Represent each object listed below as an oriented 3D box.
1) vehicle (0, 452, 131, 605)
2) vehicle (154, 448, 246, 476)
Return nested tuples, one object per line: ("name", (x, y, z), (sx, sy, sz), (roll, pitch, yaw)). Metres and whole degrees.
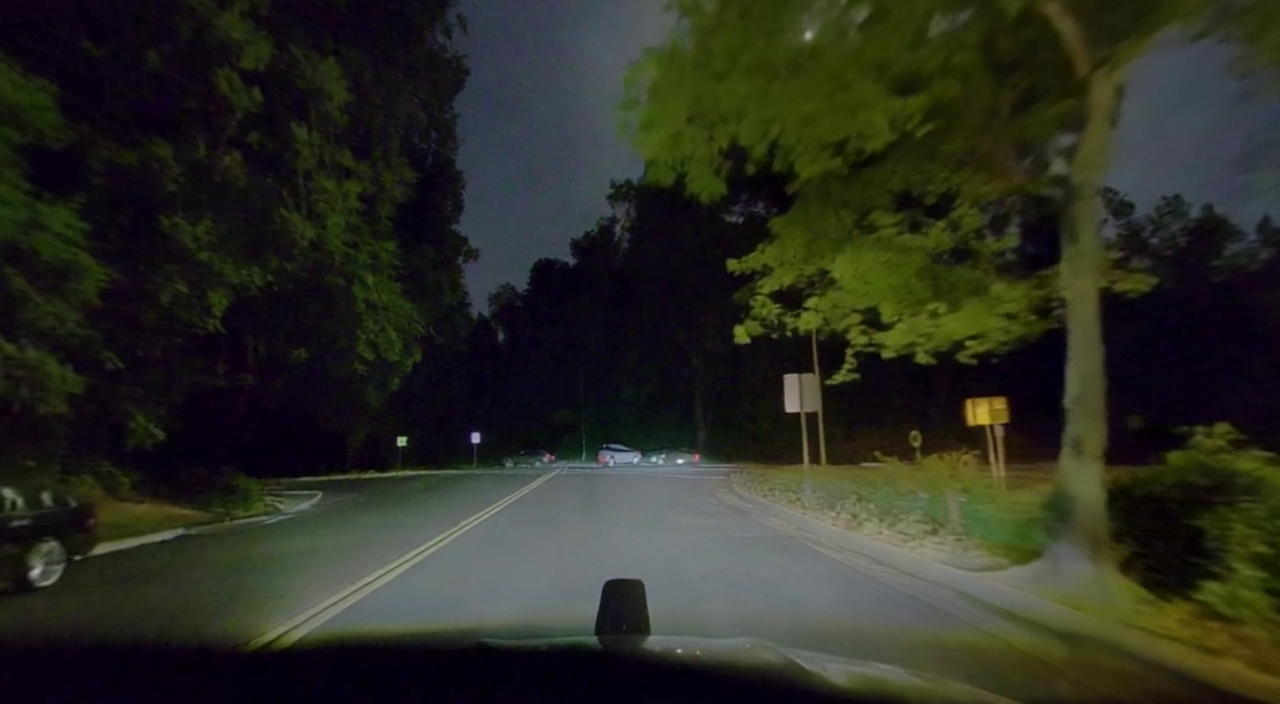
("vehicle", (-7.984, 1.906, 6.603), (1.934, 1.646, 4.273), (0, -8, -5))
("vehicle", (-29.944, 7.468, 42.952), (4.986, 1.796, 2.066), (-2, -9, 8))
